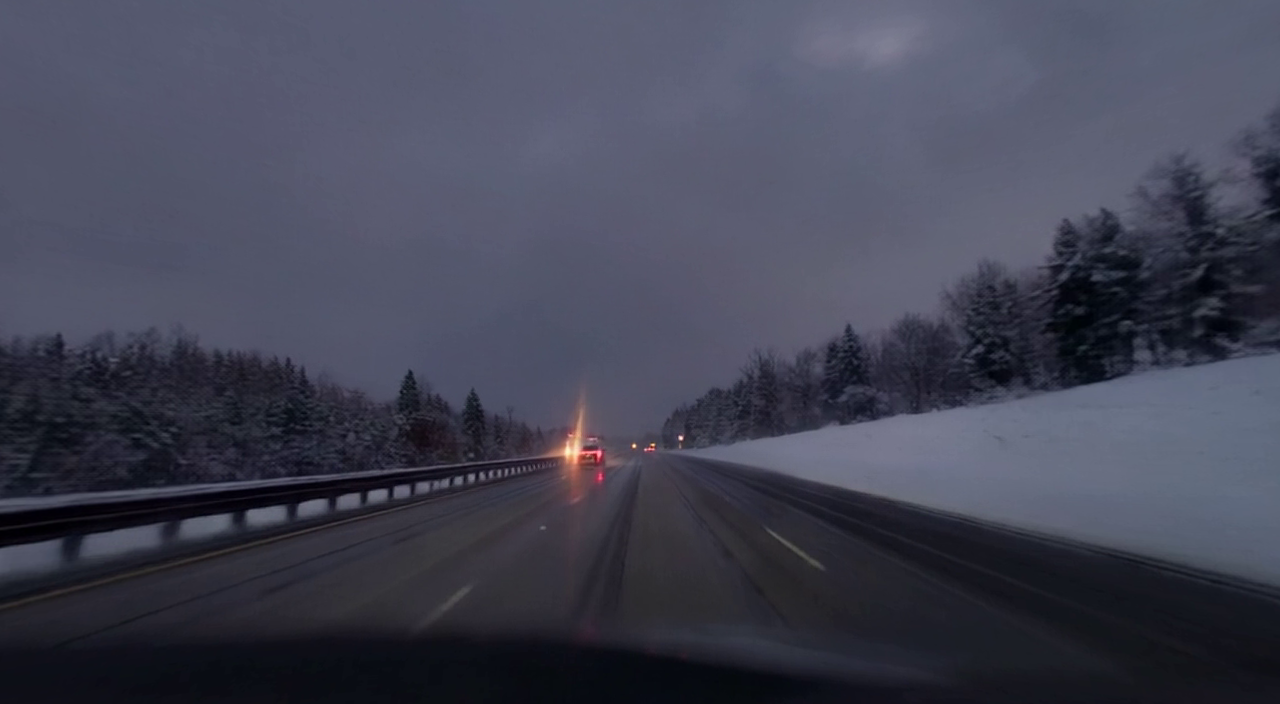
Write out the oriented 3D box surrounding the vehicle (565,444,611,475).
[{"bbox_3d":[-2.628,5.564,32.855,2.050,1.530,4.144,0,-8,0],"label":"vehicle"}]
